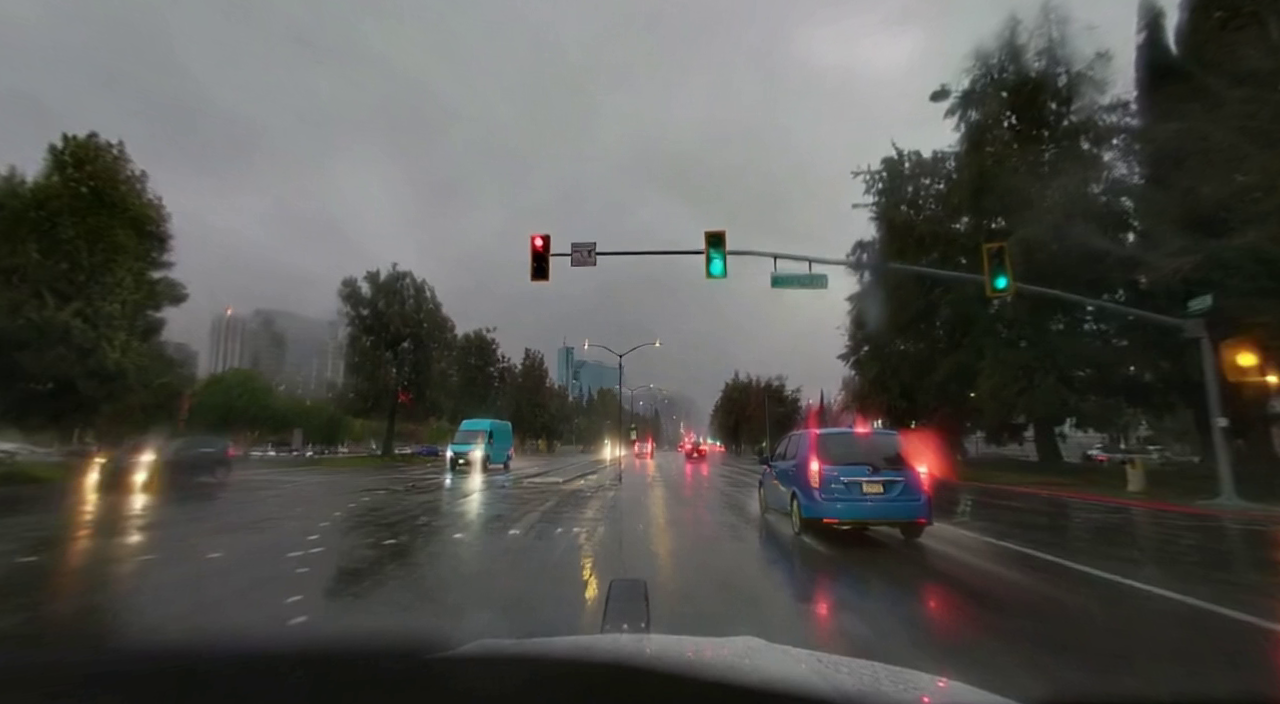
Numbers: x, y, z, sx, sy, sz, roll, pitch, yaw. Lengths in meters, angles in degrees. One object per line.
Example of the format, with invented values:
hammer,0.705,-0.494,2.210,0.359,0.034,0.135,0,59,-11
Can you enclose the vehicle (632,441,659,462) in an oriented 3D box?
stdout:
vehicle,0.396,7.653,48.575,1.991,1.477,3.814,0,-8,1

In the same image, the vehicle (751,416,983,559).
vehicle,2.973,1.855,9.302,1.901,1.634,3.952,0,-8,0

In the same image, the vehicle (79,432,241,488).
vehicle,-17.159,3.883,22.940,2.053,1.797,4.750,0,-8,1

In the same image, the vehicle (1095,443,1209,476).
vehicle,27.968,5.863,34.680,2.070,1.687,4.705,1,-8,-4

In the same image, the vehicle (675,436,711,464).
vehicle,3.730,6.969,44.802,2.154,1.844,4.634,0,-8,0

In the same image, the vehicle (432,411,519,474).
vehicle,-8.358,4.759,33.004,2.524,2.885,6.868,1,-8,1
